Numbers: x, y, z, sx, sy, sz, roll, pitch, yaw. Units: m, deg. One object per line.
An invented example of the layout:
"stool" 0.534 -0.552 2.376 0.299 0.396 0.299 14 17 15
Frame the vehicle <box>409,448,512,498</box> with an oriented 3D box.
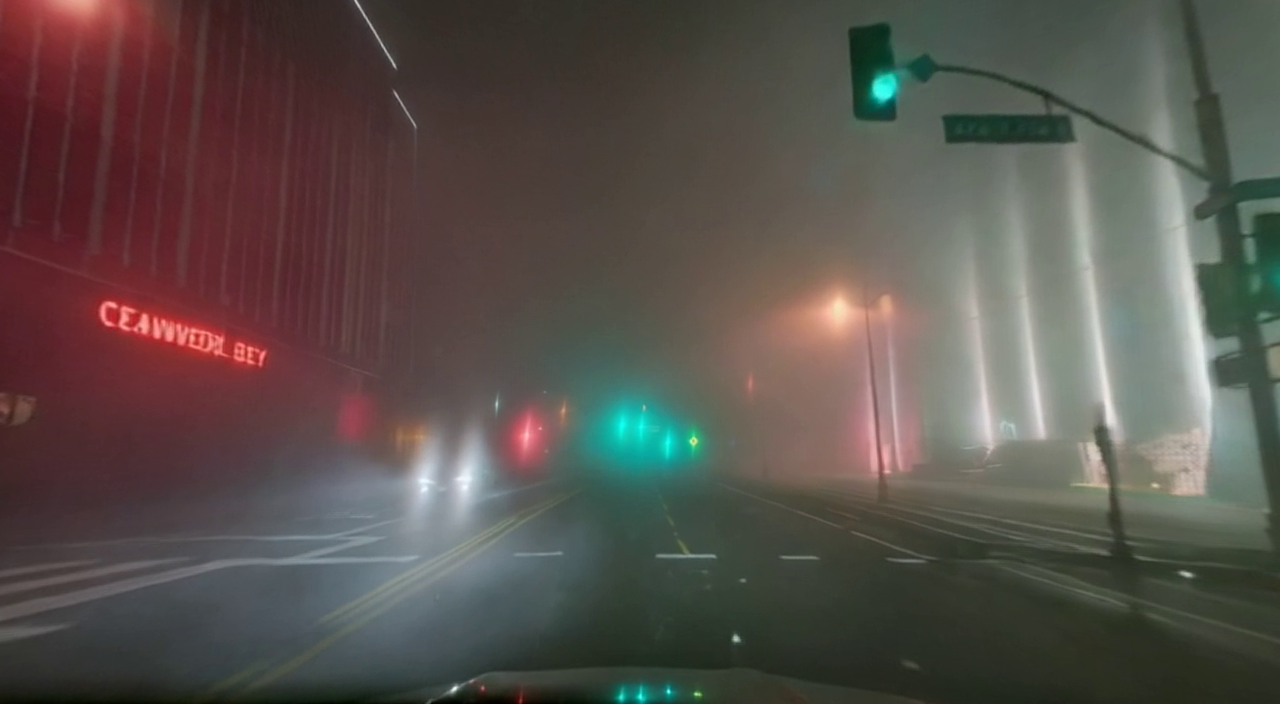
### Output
"vehicle" -6.250 4.255 22.666 2.037 1.563 4.754 -1 -8 4
